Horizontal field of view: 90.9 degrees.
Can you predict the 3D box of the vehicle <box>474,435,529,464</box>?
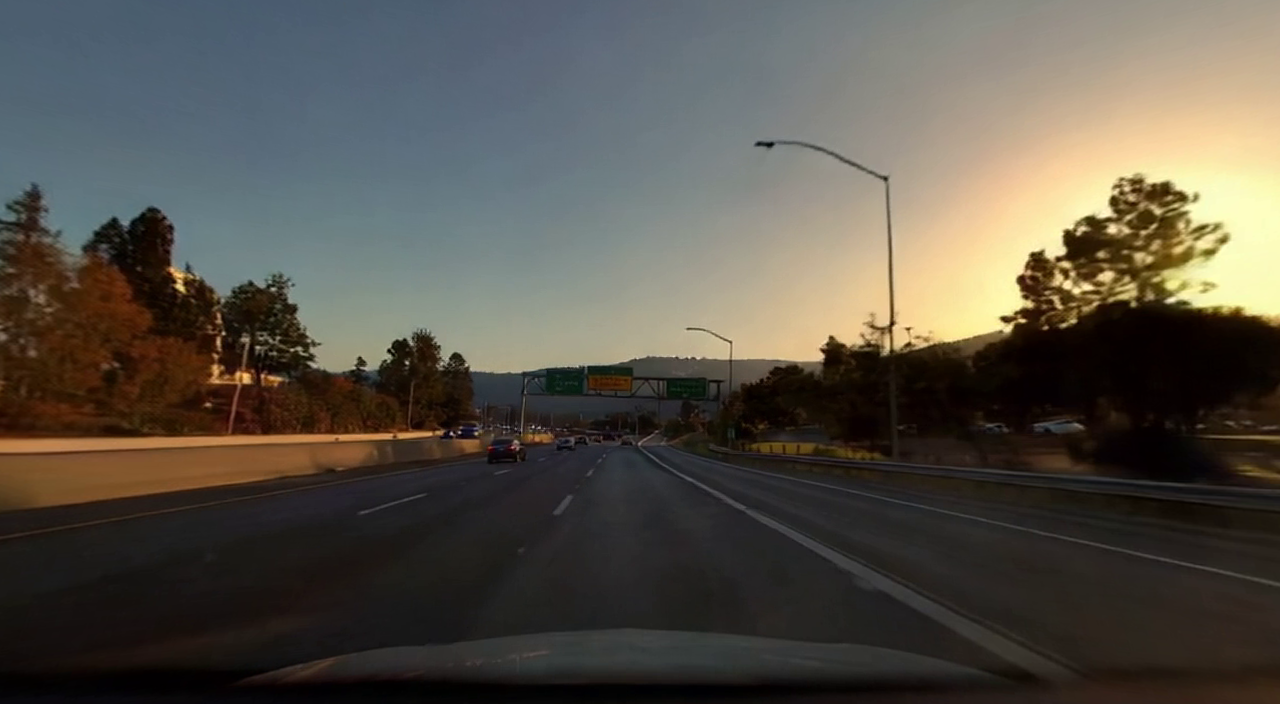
[{"bbox_3d":[-7.589,5.394,35.019,2.025,1.494,4.495,0,-8,0],"label":"vehicle"}]
